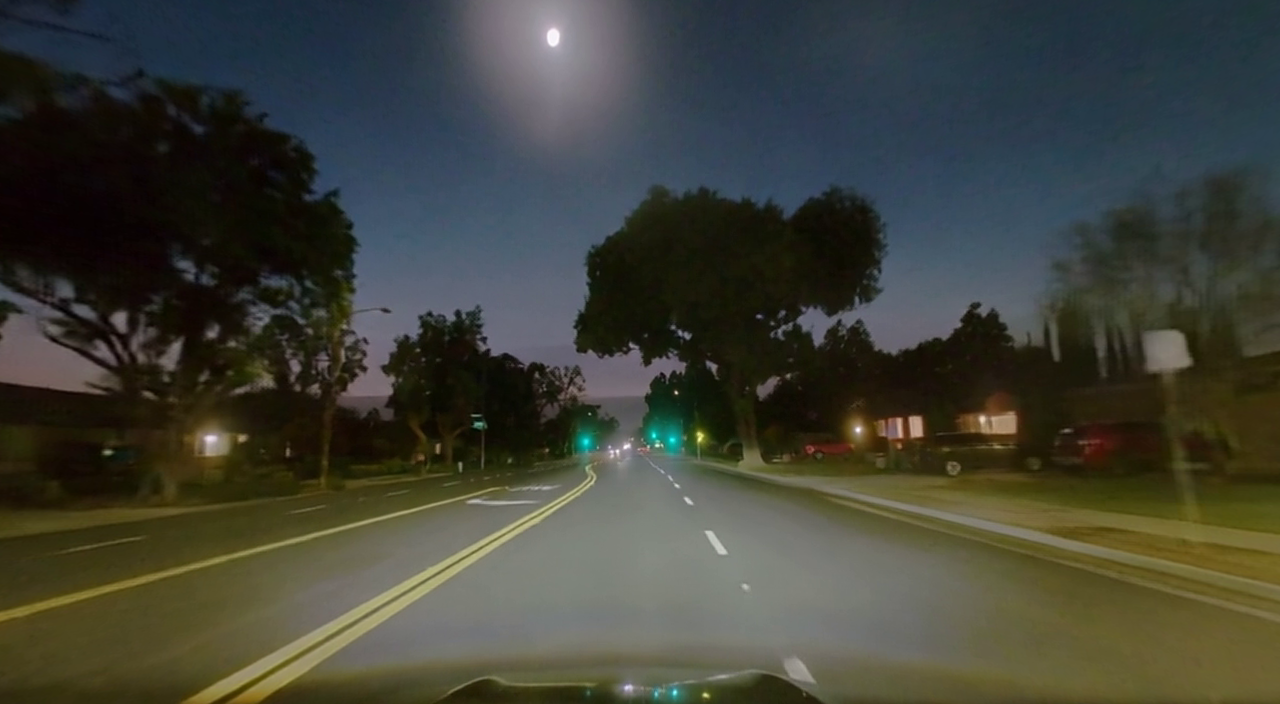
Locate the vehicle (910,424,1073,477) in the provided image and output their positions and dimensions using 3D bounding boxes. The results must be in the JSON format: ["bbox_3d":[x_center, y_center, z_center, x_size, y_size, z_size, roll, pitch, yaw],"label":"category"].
[{"bbox_3d":[13.335,3.778,24.284,4.912,1.895,2.047,-1,-9,6],"label":"vehicle"}]

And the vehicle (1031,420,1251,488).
[{"bbox_3d":[14.827,3.036,19.013,4.652,1.871,2.097,-1,-9,7],"label":"vehicle"}]

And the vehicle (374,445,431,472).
[{"bbox_3d":[-18.227,8.176,48.807,2.161,1.873,5.514,0,-9,0],"label":"vehicle"}]
